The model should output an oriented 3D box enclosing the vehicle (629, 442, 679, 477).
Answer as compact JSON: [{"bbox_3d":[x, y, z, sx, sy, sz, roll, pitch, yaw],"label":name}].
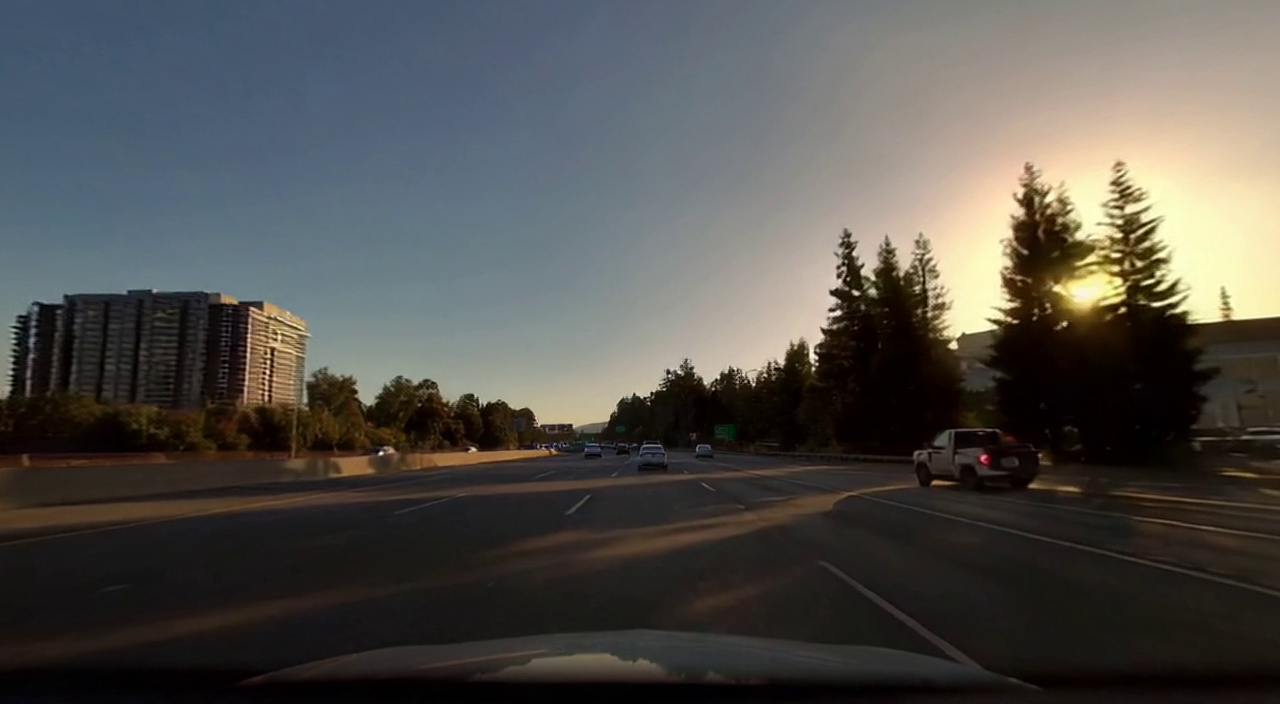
[{"bbox_3d":[0.601,4.907,29.152,2.112,1.482,4.082,0,-8,0],"label":"vehicle"}]

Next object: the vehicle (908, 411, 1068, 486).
[{"bbox_3d":[12.607,3.563,23.537,2.336,2.415,6.056,0,-8,-2],"label":"vehicle"}]
